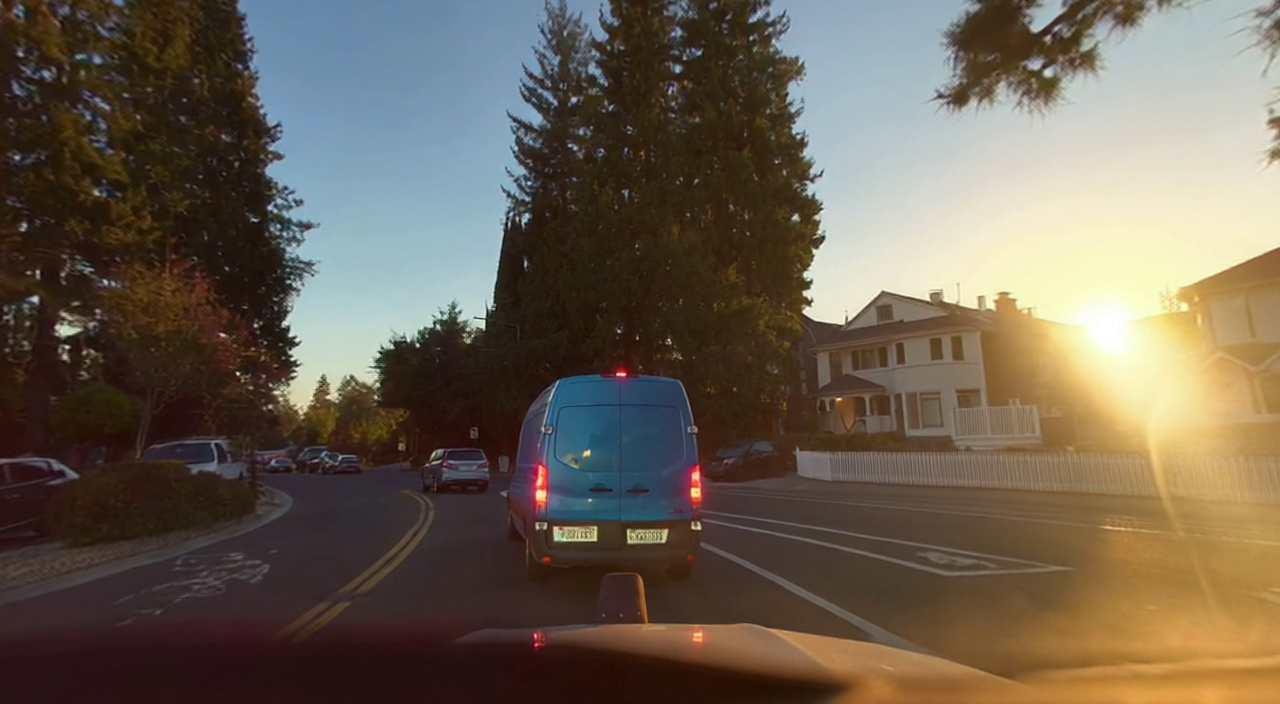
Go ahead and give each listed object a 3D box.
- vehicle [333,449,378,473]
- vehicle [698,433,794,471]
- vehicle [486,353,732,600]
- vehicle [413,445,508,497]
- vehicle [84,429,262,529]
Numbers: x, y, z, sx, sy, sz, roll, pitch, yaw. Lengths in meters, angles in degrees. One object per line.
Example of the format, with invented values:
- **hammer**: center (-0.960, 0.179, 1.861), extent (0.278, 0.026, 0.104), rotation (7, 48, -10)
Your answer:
- **vehicle**: center (-19.136, 7.277, 42.381), extent (1.911, 1.493, 4.291), rotation (6, -10, -34)
- **vehicle**: center (5.269, 4.932, 31.269), extent (4.559, 1.754, 1.985), rotation (6, -10, -34)
- **vehicle**: center (-0.791, 1.444, 8.100), extent (2.213, 2.124, 4.809), rotation (2, -9, -14)
- **vehicle**: center (-5.852, 3.713, 20.245), extent (2.008, 1.445, 4.386), rotation (4, -9, -27)
- **vehicle**: center (-10.658, 2.845, 14.993), extent (2.228, 1.871, 5.492), rotation (4, -9, -25)
